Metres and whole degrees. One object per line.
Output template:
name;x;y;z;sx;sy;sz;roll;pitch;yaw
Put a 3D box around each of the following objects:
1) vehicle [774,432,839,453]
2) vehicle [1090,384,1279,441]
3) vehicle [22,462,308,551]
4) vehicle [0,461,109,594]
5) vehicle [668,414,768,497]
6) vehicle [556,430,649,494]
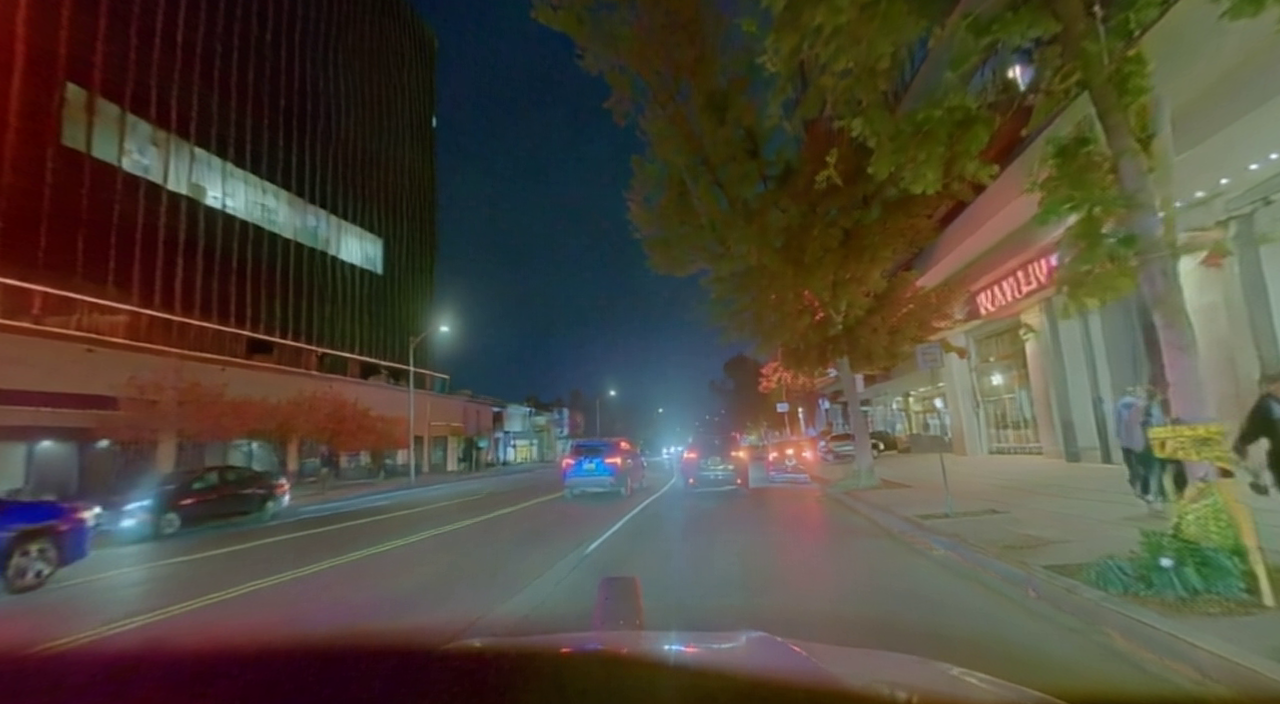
vehicle;12.549;6.853;47.872;4.426;1.490;1.862;-1;-8;4
vehicle;14.716;1.632;16.687;4.189;1.395;1.725;-1;-8;7
vehicle;-10.534;3.409;14.784;2.103;1.514;5.374;-1;-8;7
vehicle;-8.527;1.945;6.521;1.857;1.507;4.504;-1;-8;7
vehicle;2.110;2.840;17.584;2.352;1.953;4.796;-1;-8;6
vehicle;-1.012;3.303;19.323;2.023;1.702;4.152;-1;-9;8
